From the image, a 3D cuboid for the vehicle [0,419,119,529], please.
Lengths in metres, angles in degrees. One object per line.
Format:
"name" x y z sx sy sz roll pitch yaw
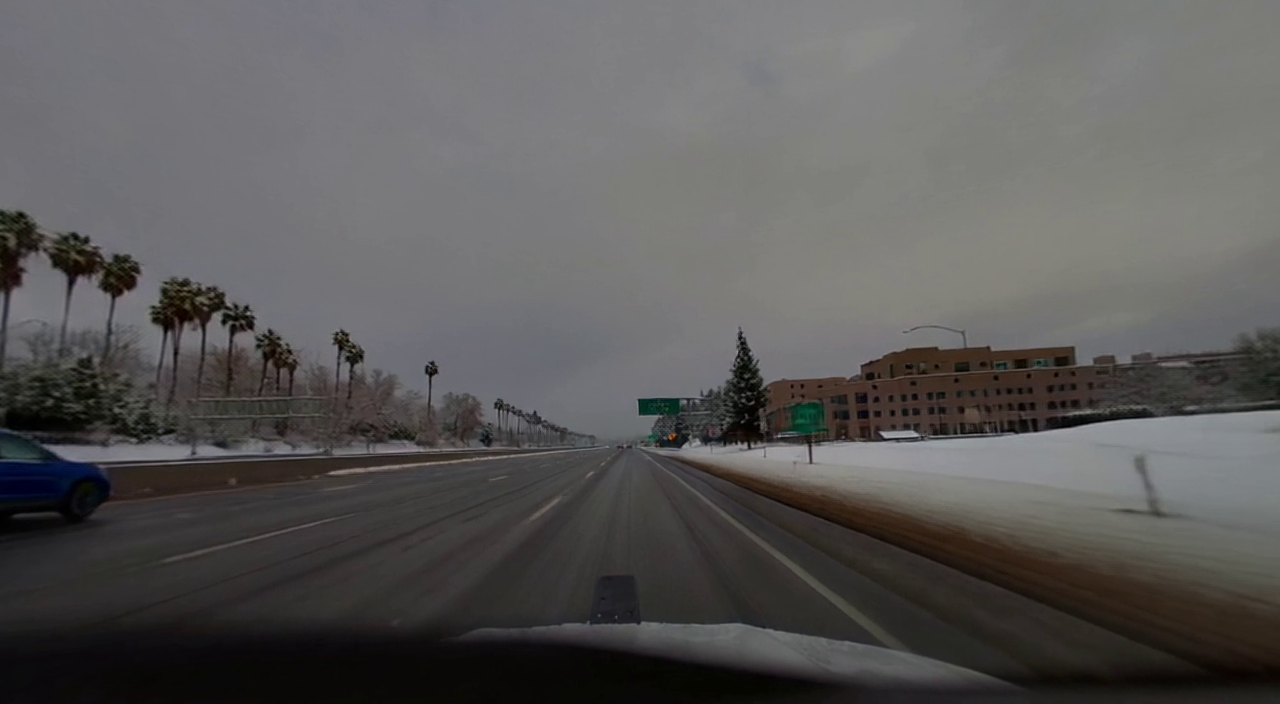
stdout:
"vehicle" -11.340 1.965 10.153 2.016 1.754 4.543 0 -8 0
